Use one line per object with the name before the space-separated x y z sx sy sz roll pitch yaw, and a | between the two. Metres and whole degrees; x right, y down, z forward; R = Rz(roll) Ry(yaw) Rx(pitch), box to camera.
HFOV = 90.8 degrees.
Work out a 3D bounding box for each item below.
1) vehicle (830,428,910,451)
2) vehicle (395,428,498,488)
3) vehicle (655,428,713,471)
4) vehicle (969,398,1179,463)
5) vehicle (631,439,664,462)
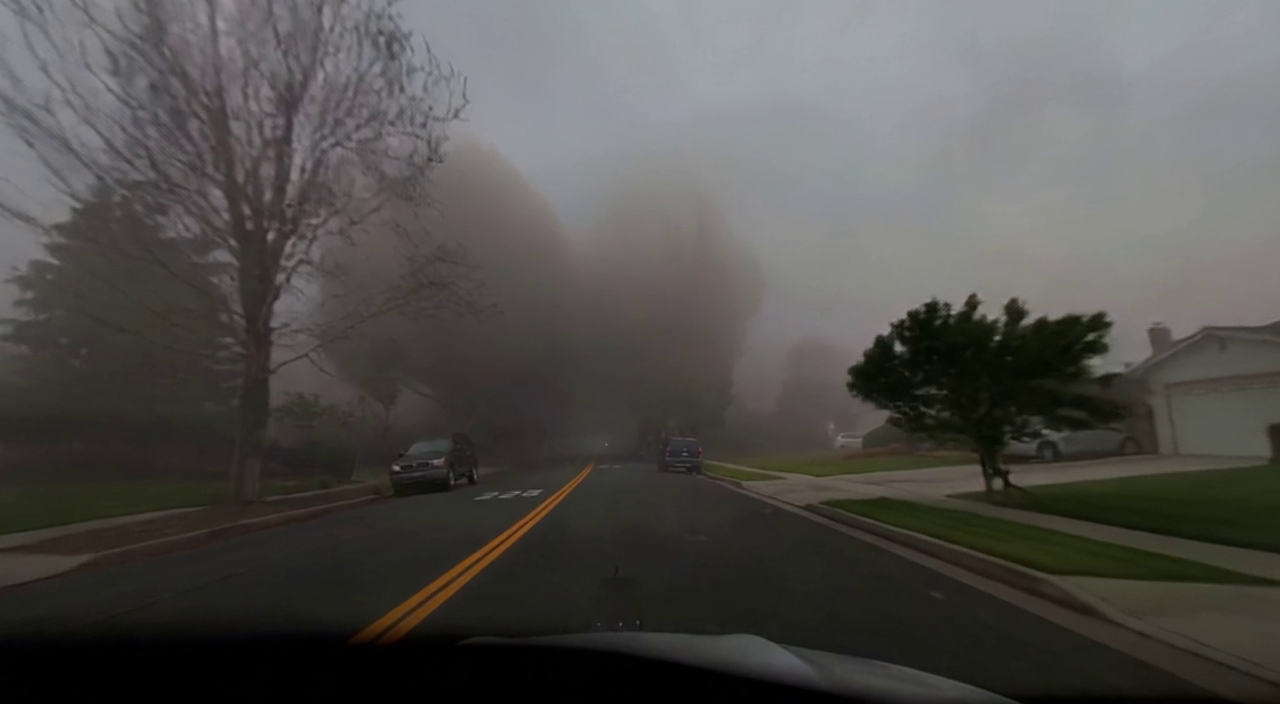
vehicle | 15.160 5.768 41.818 4.560 1.350 1.882 -2 -7 1
vehicle | -6.682 3.764 22.563 2.102 1.801 5.574 -1 -9 -2
vehicle | 1.831 4.243 27.821 2.007 1.702 4.430 -1 -8 -3
vehicle | 13.269 2.449 19.592 4.938 1.830 2.024 -1 -8 0
vehicle | 0.503 7.308 47.056 1.988 1.618 4.567 0 -8 -5
